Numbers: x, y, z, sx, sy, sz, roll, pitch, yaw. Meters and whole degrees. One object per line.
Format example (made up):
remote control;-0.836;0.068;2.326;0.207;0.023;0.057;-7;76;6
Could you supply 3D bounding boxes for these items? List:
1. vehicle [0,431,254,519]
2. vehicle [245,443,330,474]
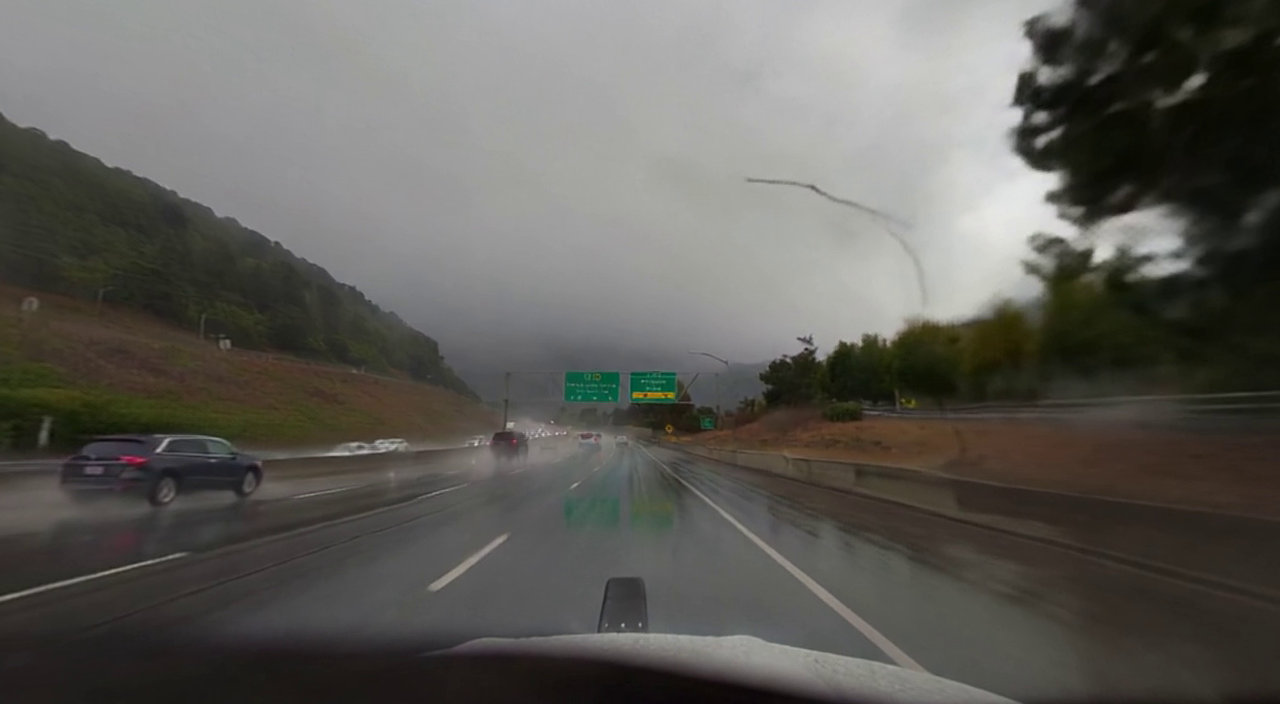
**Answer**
vehicle;-11.175;2.657;14.160;2.001;1.625;4.528;0;-8;0
vehicle;-18.388;5.539;33.035;1.872;1.486;4.556;0;-8;0
